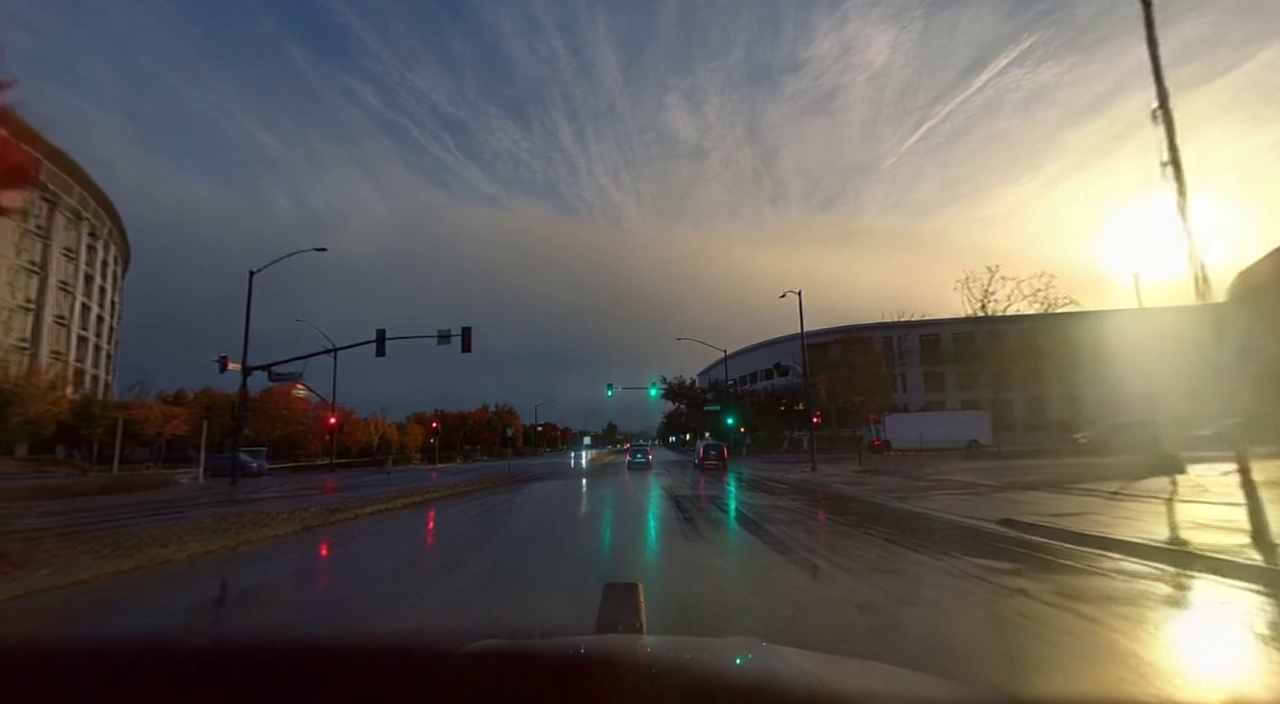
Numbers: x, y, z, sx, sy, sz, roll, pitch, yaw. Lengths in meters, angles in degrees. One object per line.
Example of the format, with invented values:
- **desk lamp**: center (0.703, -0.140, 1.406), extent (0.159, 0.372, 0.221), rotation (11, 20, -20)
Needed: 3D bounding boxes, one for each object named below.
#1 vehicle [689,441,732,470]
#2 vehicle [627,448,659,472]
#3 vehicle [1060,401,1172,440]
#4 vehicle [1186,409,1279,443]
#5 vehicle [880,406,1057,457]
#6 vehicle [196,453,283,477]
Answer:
- **vehicle**: center (4.525, 6.757, 41.230), extent (2.174, 1.749, 4.739), rotation (0, -9, -2)
- **vehicle**: center (0.186, 7.126, 41.698), extent (2.014, 1.525, 4.197), rotation (0, -9, -1)
- **vehicle**: center (23.421, 3.466, 31.268), extent (1.887, 1.635, 4.695), rotation (1, -9, 0)
- **vehicle**: center (30.427, 3.784, 31.838), extent (1.729, 1.507, 4.279), rotation (-1, -9, 1)
- **vehicle**: center (23.647, 5.858, 45.944), extent (10.893, 3.534, 3.195), rotation (0, -9, 5)
- **vehicle**: center (-26.793, 7.540, 42.184), extent (4.500, 1.555, 1.913), rotation (0, -9, 3)
